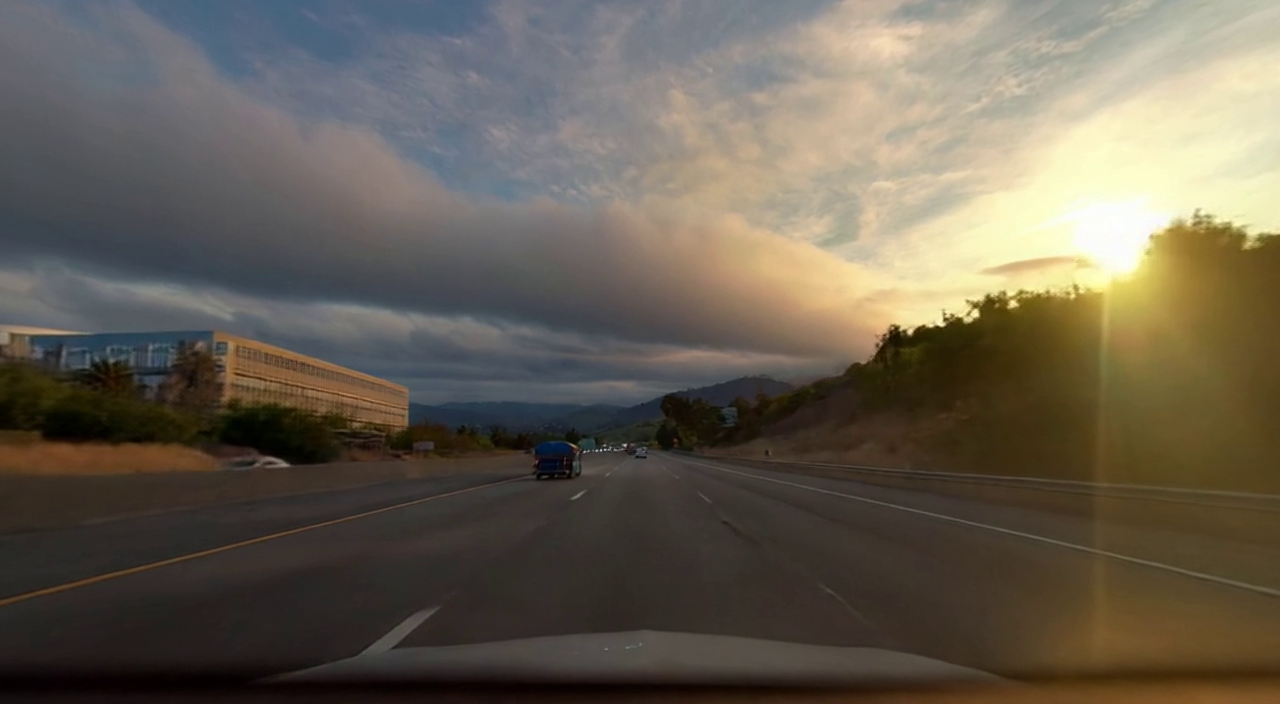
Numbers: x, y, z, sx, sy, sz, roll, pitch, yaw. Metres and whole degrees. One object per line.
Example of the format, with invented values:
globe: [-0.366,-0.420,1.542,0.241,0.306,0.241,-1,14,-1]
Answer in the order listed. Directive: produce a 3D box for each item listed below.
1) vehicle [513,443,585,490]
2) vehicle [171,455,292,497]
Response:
vehicle: [-3.247,4.199,23.300,1.965,1.556,3.971,-1,-9,1]
vehicle: [-16.222,4.929,25.348,1.933,1.477,4.382,0,-9,0]
